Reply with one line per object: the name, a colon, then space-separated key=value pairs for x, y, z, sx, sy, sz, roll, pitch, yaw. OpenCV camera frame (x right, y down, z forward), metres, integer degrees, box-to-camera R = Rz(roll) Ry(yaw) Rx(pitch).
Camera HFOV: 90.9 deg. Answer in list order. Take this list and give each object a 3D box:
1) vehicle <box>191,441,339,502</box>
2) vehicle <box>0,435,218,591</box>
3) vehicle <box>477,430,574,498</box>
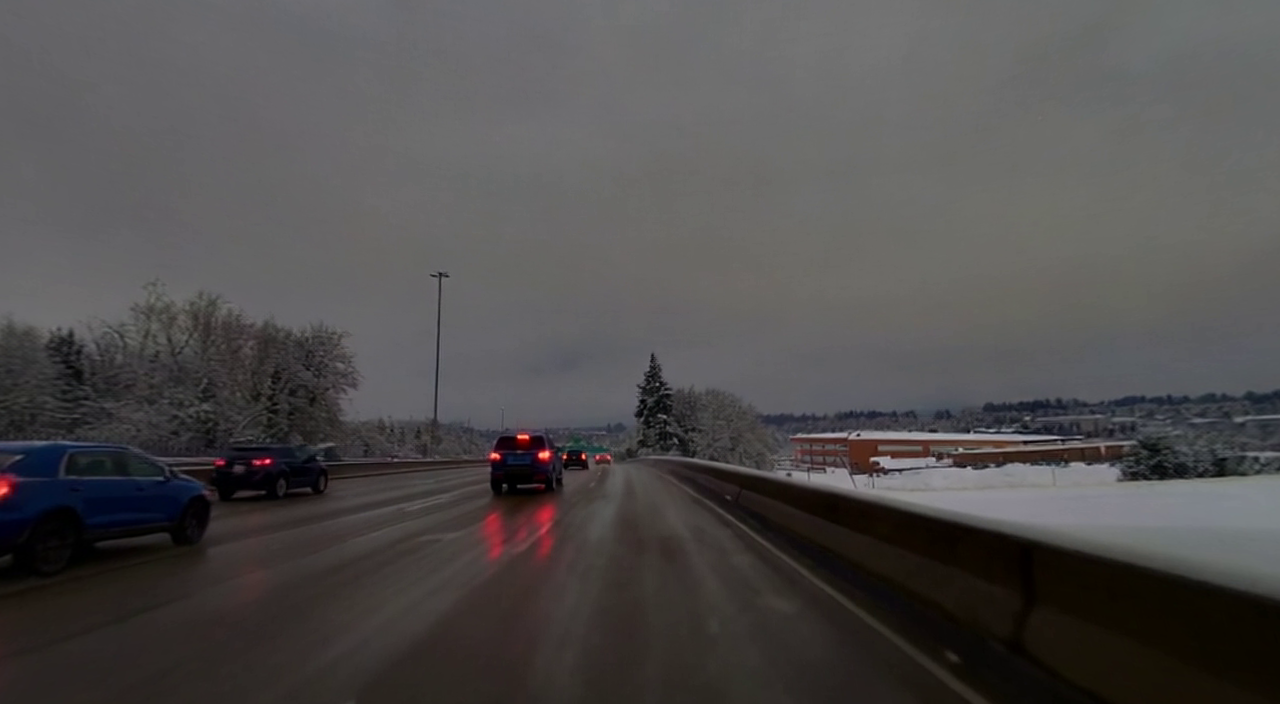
vehicle: x=-11.424 y=3.631 z=19.655 sx=1.919 sy=1.665 sz=4.394 roll=0 pitch=-8 yaw=-1
vehicle: x=-7.144 y=1.778 z=7.573 sx=1.796 sy=1.509 sz=3.393 roll=0 pitch=-8 yaw=-1
vehicle: x=-3.678 y=3.689 z=21.363 sx=2.301 sy=1.985 sz=5.247 roll=0 pitch=-8 yaw=0
